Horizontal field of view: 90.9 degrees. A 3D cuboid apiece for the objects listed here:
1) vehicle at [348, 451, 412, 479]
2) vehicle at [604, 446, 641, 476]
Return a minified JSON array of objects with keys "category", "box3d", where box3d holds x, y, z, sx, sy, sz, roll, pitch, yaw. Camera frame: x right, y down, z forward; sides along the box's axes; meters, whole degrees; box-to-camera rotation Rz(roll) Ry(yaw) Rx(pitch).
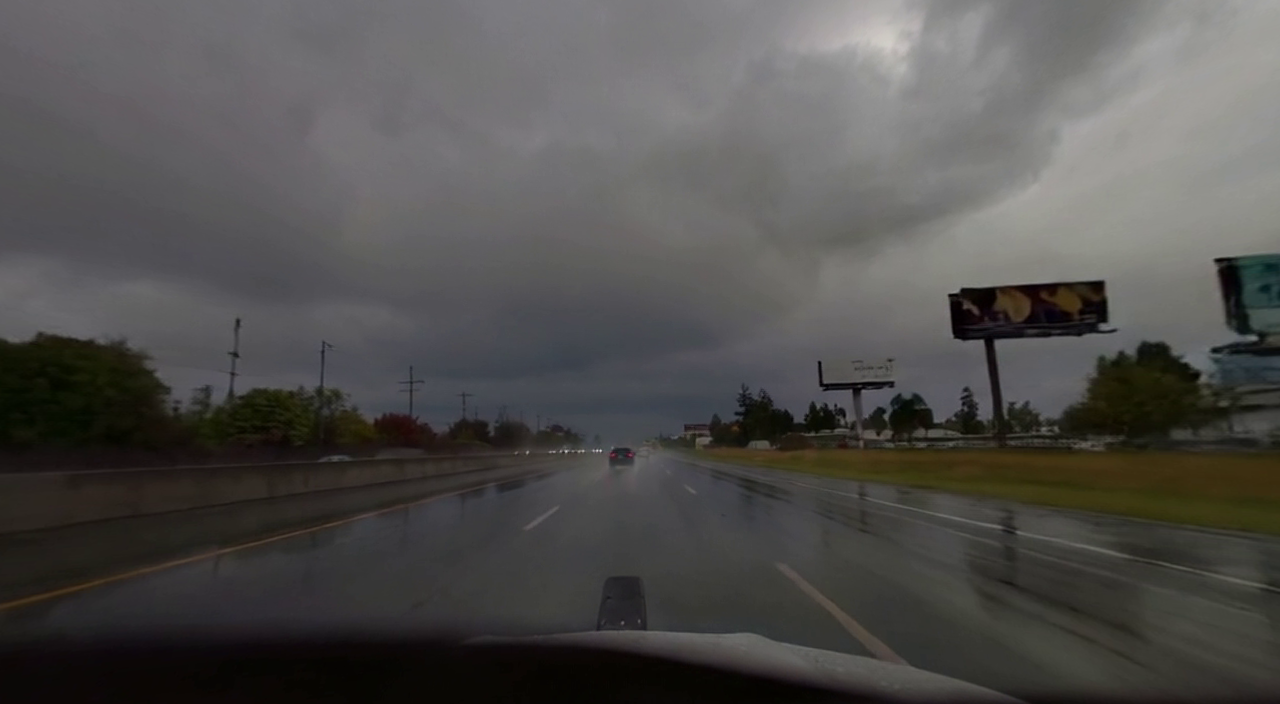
[{"category":"vehicle","box3d":[-15.154,6.590,37.014,1.781,1.535,4.735,0,-9,0]},{"category":"vehicle","box3d":[-0.936,6.015,34.937,1.916,1.494,4.335,0,-9,0]}]
